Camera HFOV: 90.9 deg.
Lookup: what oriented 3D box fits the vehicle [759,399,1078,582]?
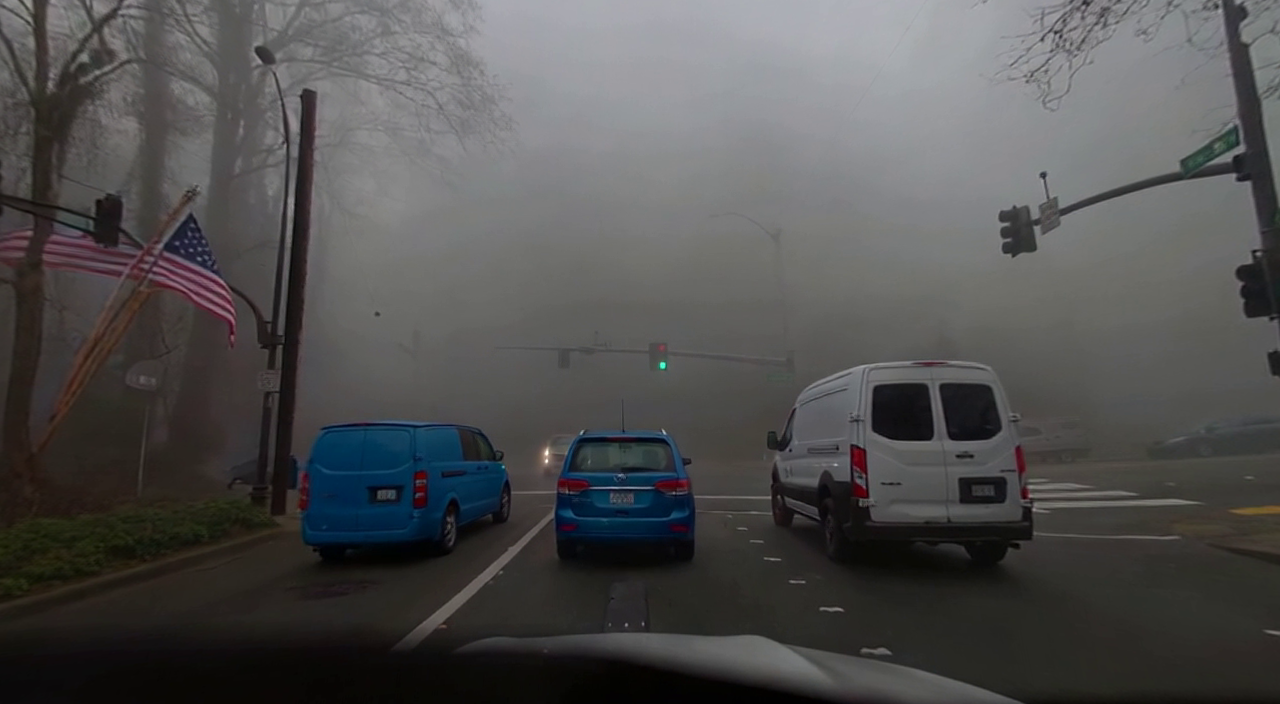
[{"bbox_3d":[3.086,1.660,8.311,2.178,1.746,4.400,0,-9,0],"label":"vehicle"}]

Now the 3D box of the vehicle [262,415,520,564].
[{"bbox_3d":[-3.250,1.877,9.285,2.024,1.677,3.998,0,-9,2],"label":"vehicle"}]

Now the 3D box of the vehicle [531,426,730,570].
[{"bbox_3d":[-0.128,1.858,8.787,2.098,1.494,4.118,0,-9,-1],"label":"vehicle"}]
